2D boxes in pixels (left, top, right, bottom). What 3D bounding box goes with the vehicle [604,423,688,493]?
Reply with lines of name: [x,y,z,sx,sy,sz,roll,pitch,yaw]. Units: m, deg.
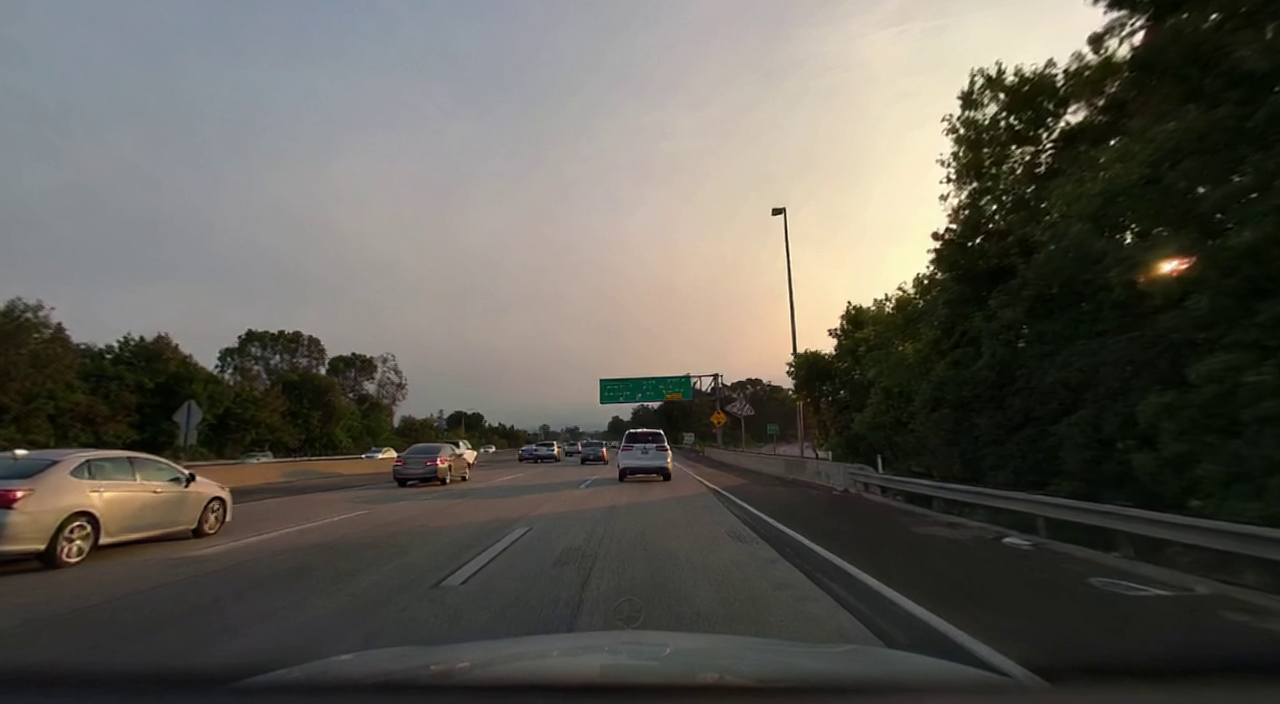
vehicle: [0.170,3.032,18.203,2.152,1.779,3.924,0,-9,1]

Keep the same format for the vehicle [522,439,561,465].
vehicle: [-7.159,7.333,46.444,2.106,1.816,4.936,0,-9,0]

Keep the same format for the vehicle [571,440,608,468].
vehicle: [-3.151,6.440,39.981,1.952,1.649,4.131,0,-9,1]

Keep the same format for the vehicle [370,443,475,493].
vehicle: [-7.028,3.770,20.861,1.869,1.466,4.217,0,-9,1]

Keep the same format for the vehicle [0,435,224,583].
vehicle: [-7.298,1.735,7.410,1.864,1.458,4.295,0,-9,0]
